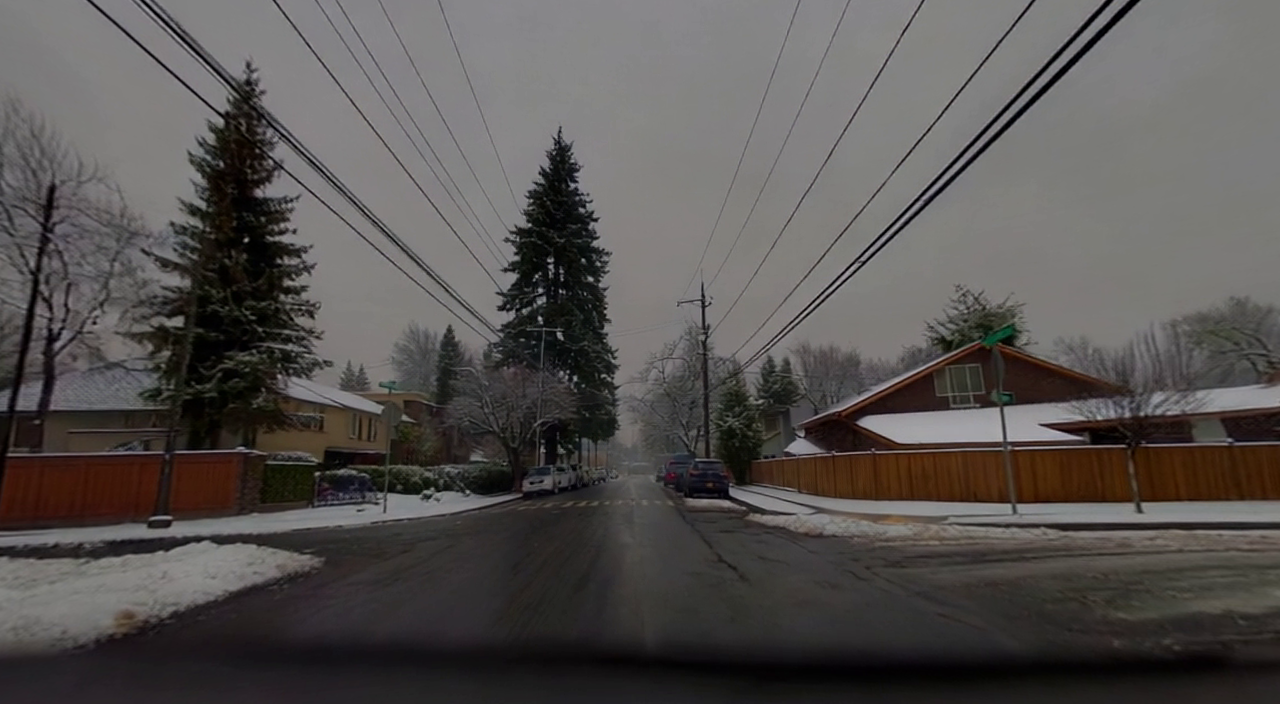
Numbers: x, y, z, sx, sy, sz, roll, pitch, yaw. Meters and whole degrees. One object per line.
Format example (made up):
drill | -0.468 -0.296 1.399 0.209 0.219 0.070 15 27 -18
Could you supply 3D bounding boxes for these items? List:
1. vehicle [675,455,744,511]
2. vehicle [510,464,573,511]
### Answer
vehicle | 2.606 5.031 24.754 2.051 1.874 4.459 1 -8 -2
vehicle | -4.283 5.964 28.267 2.189 1.771 4.571 0 -8 -2
